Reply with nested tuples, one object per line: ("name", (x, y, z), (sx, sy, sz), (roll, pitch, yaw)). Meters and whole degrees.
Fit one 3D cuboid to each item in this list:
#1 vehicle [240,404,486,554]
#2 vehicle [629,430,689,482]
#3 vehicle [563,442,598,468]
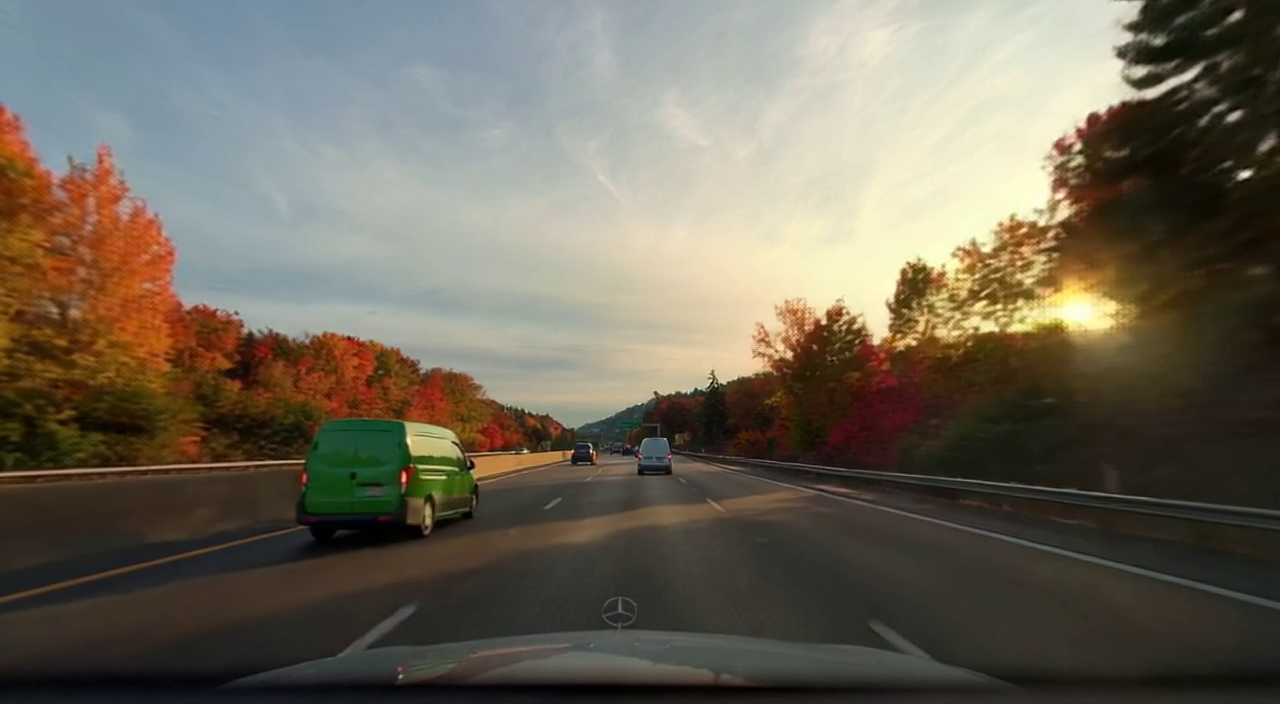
("vehicle", (-3.848, 1.846, 9.629), (2.021, 1.790, 3.907), (0, -9, -1))
("vehicle", (0.661, 4.297, 26.075), (2.179, 1.930, 4.538), (0, -9, -2))
("vehicle", (-4.082, 7.201, 43.955), (2.088, 1.688, 4.365), (0, -9, -1))
